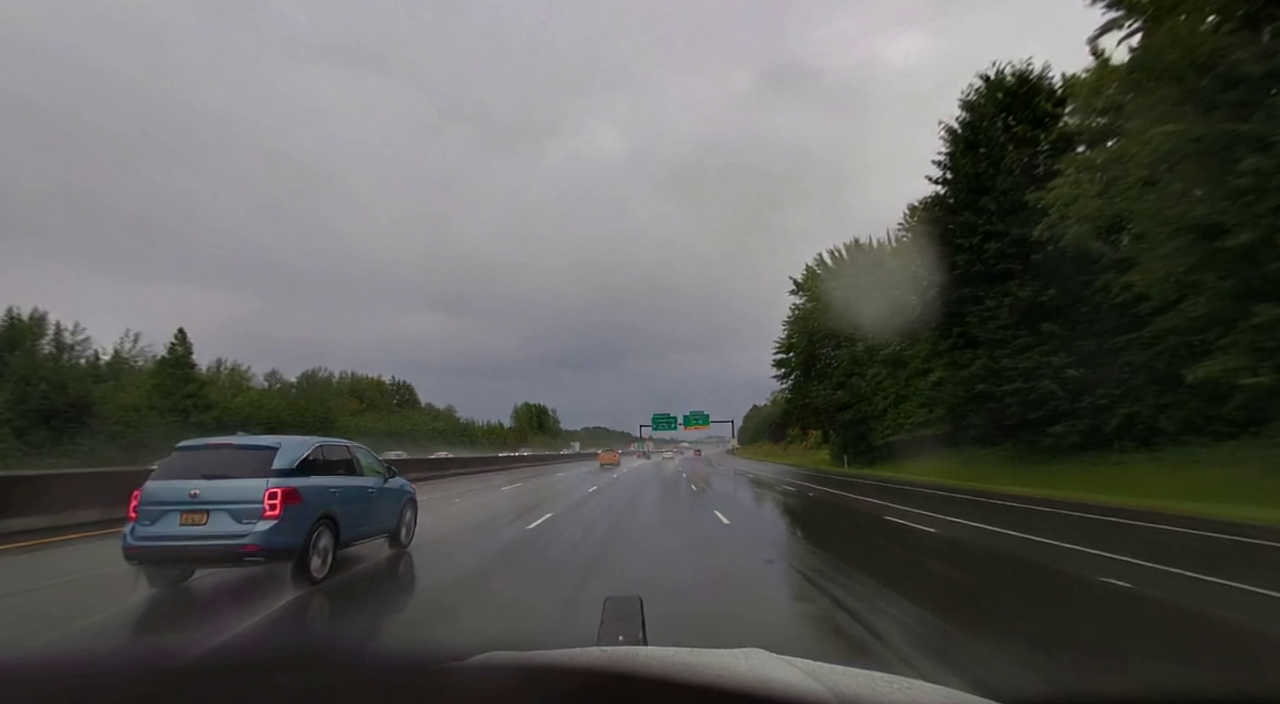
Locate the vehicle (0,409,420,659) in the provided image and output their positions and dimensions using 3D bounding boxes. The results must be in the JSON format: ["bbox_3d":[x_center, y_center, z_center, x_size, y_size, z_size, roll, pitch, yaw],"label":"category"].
[{"bbox_3d":[-3.977,1.507,6.286,2.016,1.623,4.126,0,-9,1],"label":"vehicle"}]
